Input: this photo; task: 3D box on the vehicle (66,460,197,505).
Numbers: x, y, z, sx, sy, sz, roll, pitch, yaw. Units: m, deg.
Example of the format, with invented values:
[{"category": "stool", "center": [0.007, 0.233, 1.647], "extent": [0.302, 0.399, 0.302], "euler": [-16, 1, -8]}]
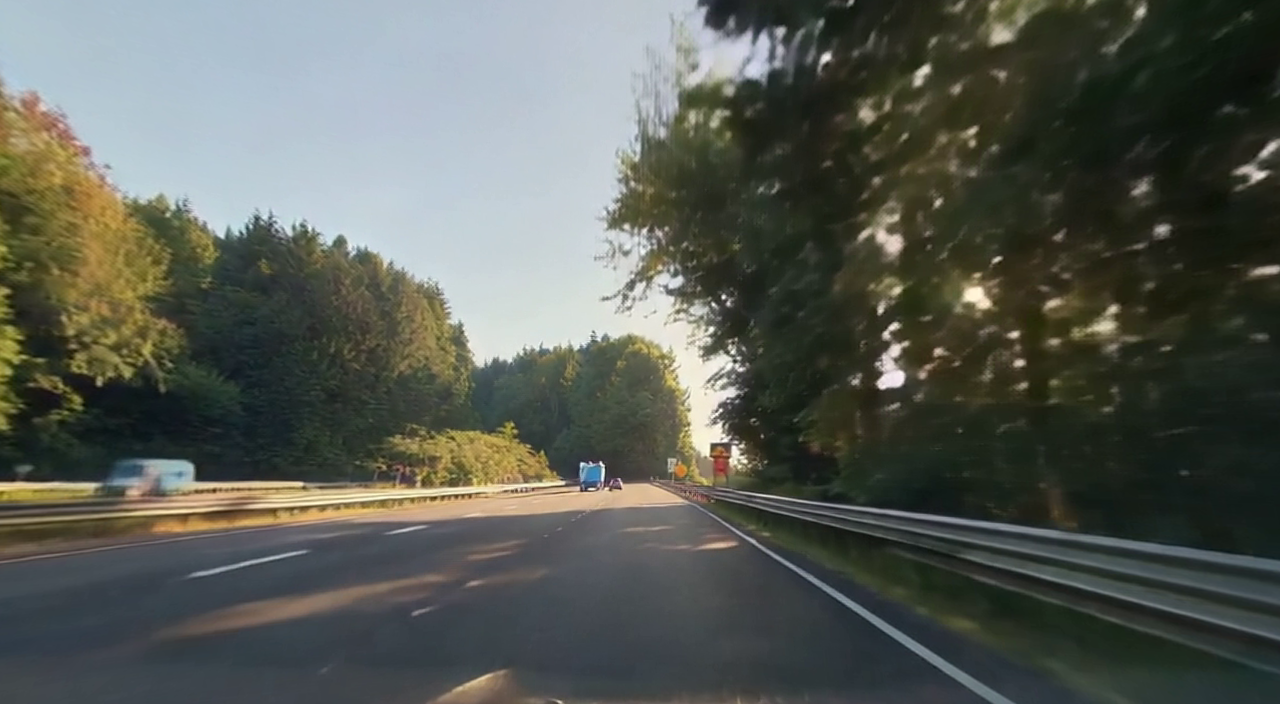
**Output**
[{"category": "vehicle", "center": [-20.720, 5.319, 25.876], "extent": [1.733, 1.646, 4.204], "euler": [0, -11, 1]}]
